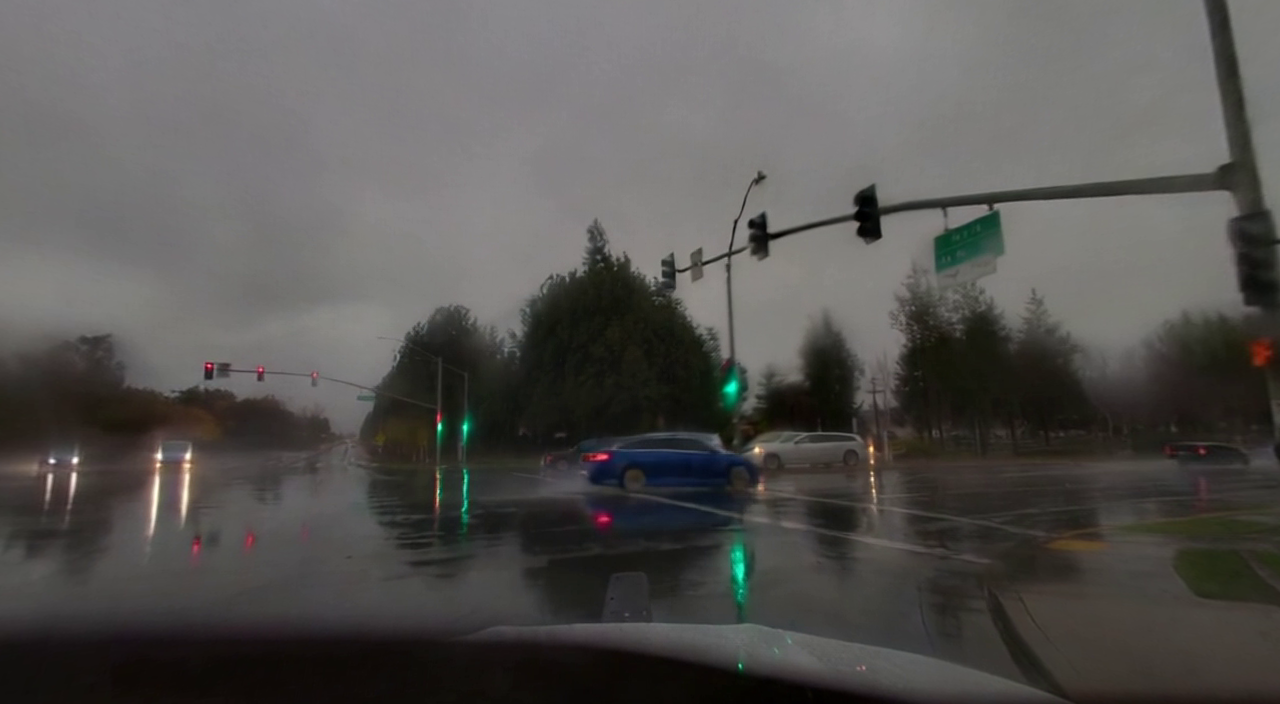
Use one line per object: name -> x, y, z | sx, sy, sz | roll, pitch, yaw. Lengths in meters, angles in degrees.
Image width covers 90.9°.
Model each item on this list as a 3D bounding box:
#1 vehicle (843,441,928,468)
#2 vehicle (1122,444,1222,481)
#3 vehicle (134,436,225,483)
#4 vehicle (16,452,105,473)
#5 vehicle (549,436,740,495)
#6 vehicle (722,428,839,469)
vehicle -> 13.854, 5.765, 35.572 | 4.457, 1.429, 1.862 | 4, -9, -26
vehicle -> 22.035, 4.514, 26.058 | 4.425, 1.366, 1.865 | 5, -10, -33
vehicle -> -20.134, 4.610, 27.444 | 2.450, 1.807, 5.332 | 7, -11, -42
vehicle -> -42.117, 8.019, 45.834 | 4.589, 1.462, 1.953 | -1, -8, 2
vehicle -> 0.147, 2.944, 16.501 | 4.686, 1.425, 2.018 | -1, -8, 3
vehicle -> 7.298, 5.042, 32.700 | 5.791, 1.964, 2.199 | 5, -10, -26
